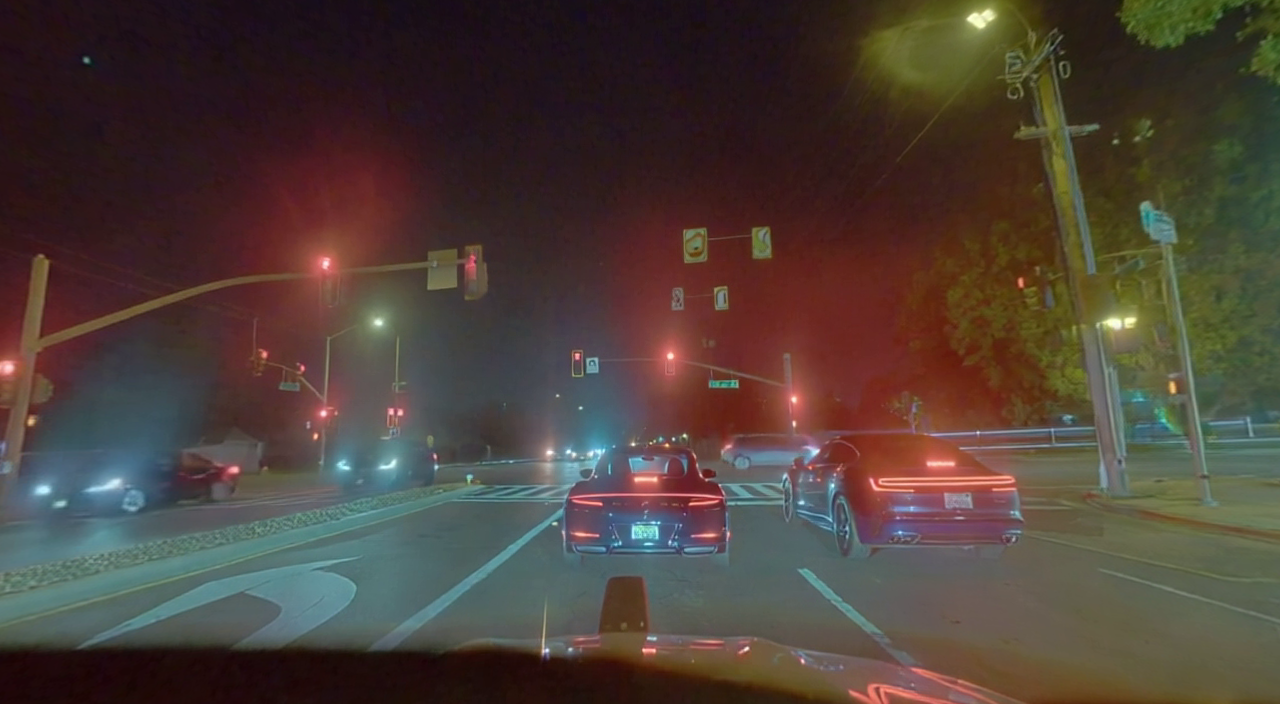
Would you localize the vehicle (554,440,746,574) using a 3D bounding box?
[{"bbox_3d":[0.121,1.869,8.395,1.945,1.343,3.827,0,-8,1],"label":"vehicle"}]

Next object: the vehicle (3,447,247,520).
[{"bbox_3d":[-11.974,3.039,15.194,2.053,1.436,4.494,0,-8,0],"label":"vehicle"}]

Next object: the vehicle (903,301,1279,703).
[{"bbox_3d":[3.108,0.803,2.532,2.143,1.759,4.531,0,-8,0],"label":"vehicle"}]

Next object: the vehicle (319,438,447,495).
[{"bbox_3d":[-8.288,3.714,20.921,2.091,1.651,4.870,0,-8,1],"label":"vehicle"}]
